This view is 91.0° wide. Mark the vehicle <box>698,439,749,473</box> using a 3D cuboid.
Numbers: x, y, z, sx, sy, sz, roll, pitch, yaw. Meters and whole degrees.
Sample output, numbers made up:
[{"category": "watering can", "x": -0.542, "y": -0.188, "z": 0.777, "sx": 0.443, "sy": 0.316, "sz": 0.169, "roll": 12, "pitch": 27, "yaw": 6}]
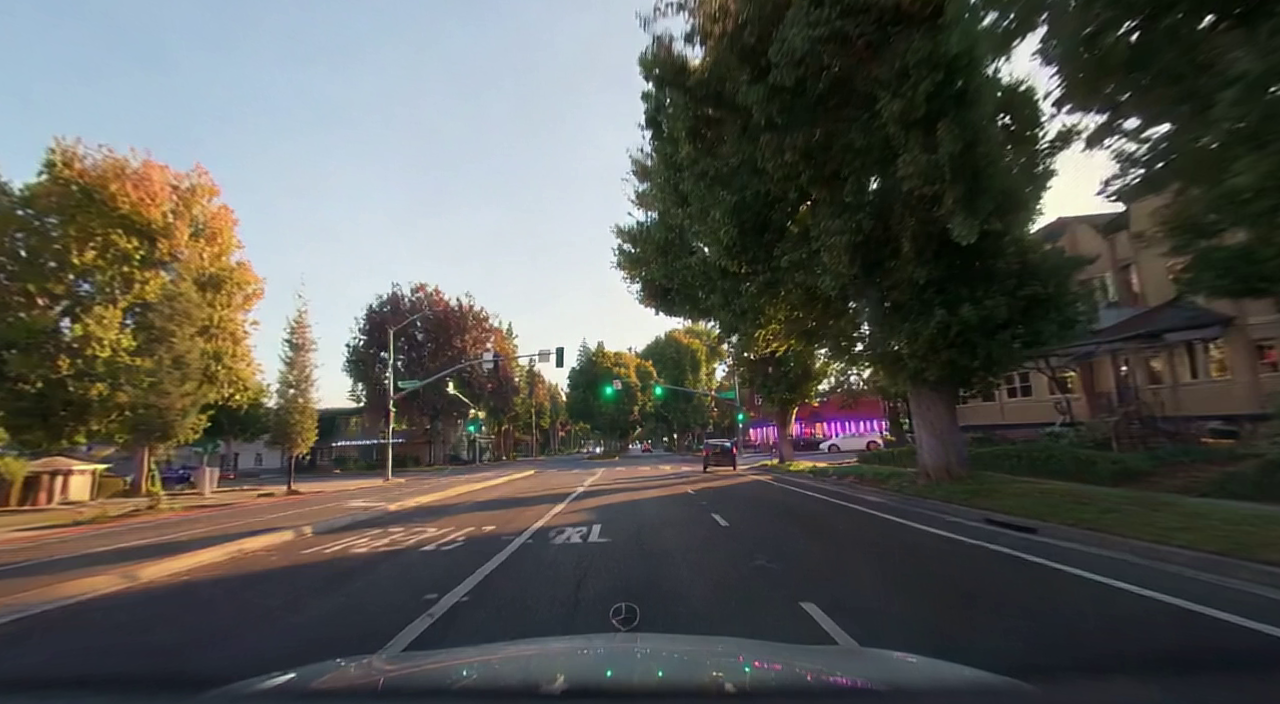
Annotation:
[{"category": "vehicle", "x": 3.908, "y": 4.962, "z": 30.320, "sx": 2.064, "sy": 1.470, "sz": 4.610, "roll": -1, "pitch": -8, "yaw": 3}]
